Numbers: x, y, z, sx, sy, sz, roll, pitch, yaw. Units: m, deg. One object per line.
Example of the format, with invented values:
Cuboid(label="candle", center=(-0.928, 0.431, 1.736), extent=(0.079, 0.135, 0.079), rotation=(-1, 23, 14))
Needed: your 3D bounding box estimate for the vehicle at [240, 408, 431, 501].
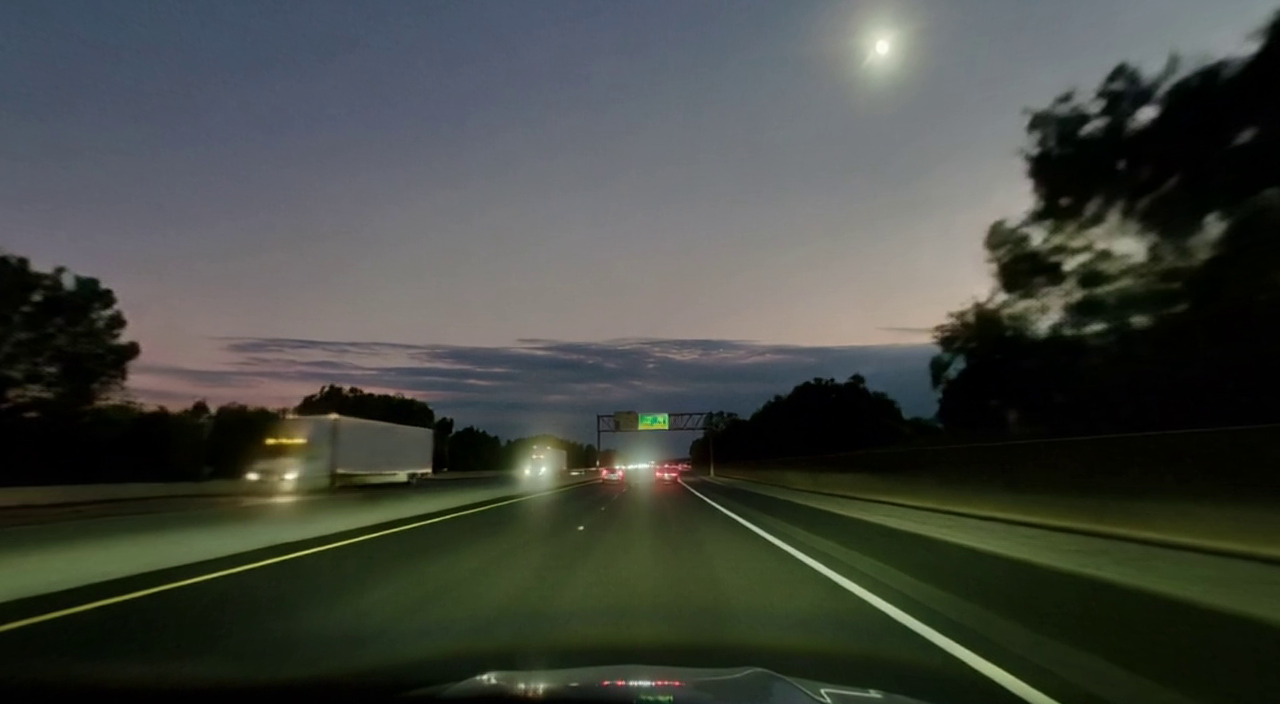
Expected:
Cuboid(label="vehicle", center=(-15.651, 5.773, 34.626), extent=(2.881, 4.002, 14.159), rotation=(1, -11, 2))

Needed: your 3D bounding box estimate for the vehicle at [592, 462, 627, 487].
Cuboid(label="vehicle", center=(-2.152, 8.939, 46.047), extent=(2.160, 1.721, 4.368), rotation=(0, -11, 3))
